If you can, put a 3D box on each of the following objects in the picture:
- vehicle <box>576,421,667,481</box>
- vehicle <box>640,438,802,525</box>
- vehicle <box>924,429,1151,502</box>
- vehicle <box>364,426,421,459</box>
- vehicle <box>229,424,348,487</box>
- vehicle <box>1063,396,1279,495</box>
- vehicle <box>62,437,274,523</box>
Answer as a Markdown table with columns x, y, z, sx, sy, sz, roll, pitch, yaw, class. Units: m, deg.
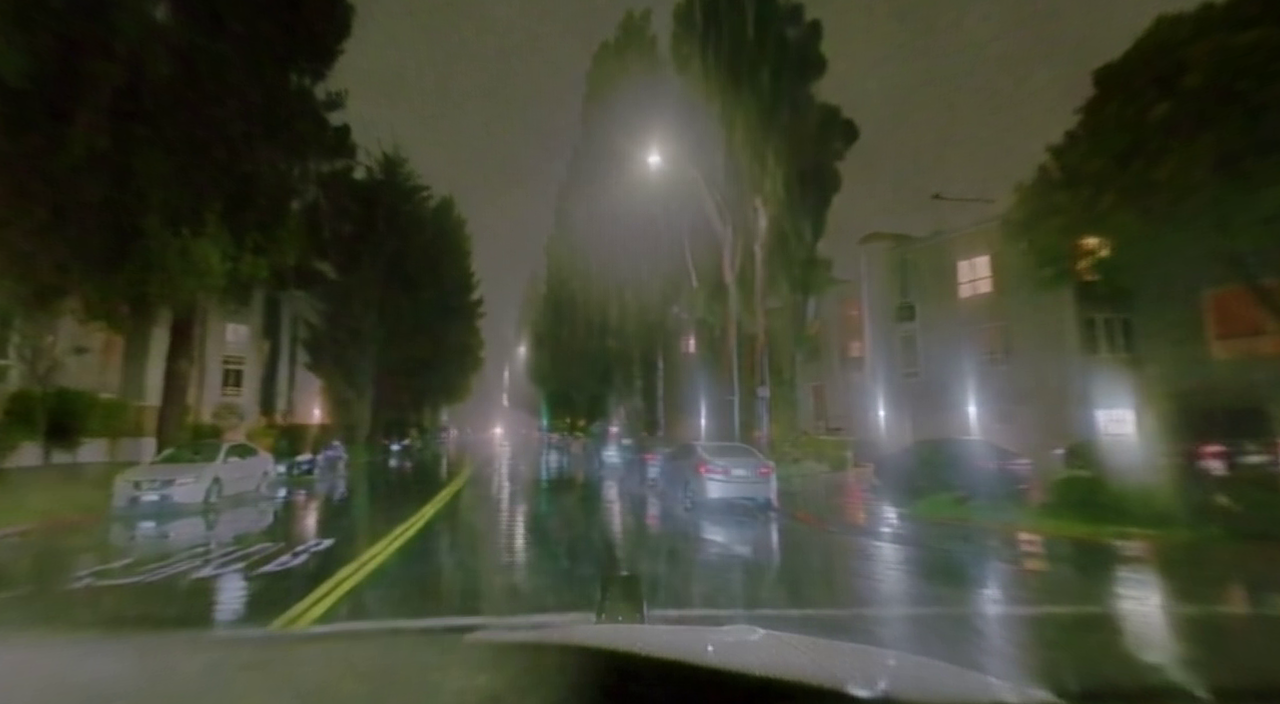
| x | y | z | sx | sy | sz | roll | pitch | yaw | class |
| --- | --- | --- | --- | --- | --- | --- | --- | --- | --- |
| -0.893 | 3.730 | 23.894 | 2.365 | 1.970 | 6.011 | 1 | -9 | -12 | vehicle |
| 1.382 | 2.538 | 13.037 | 1.977 | 1.410 | 4.744 | 1 | -9 | -10 | vehicle |
| 8.664 | 2.445 | 13.904 | 3.821 | 1.417 | 2.061 | 1 | -9 | -14 | vehicle |
| -15.635 | 5.818 | 40.085 | 2.384 | 1.781 | 5.492 | -2 | -9 | -11 | vehicle |
| -12.088 | 3.638 | 22.112 | 2.235 | 1.802 | 5.138 | -1 | -9 | -12 | vehicle |
| 10.916 | 1.676 | 11.513 | 5.312 | 1.533 | 2.104 | 1 | -9 | -14 | vehicle |
| -10.245 | 2.776 | 14.218 | 2.067 | 1.510 | 4.501 | -1 | -9 | -12 | vehicle |
